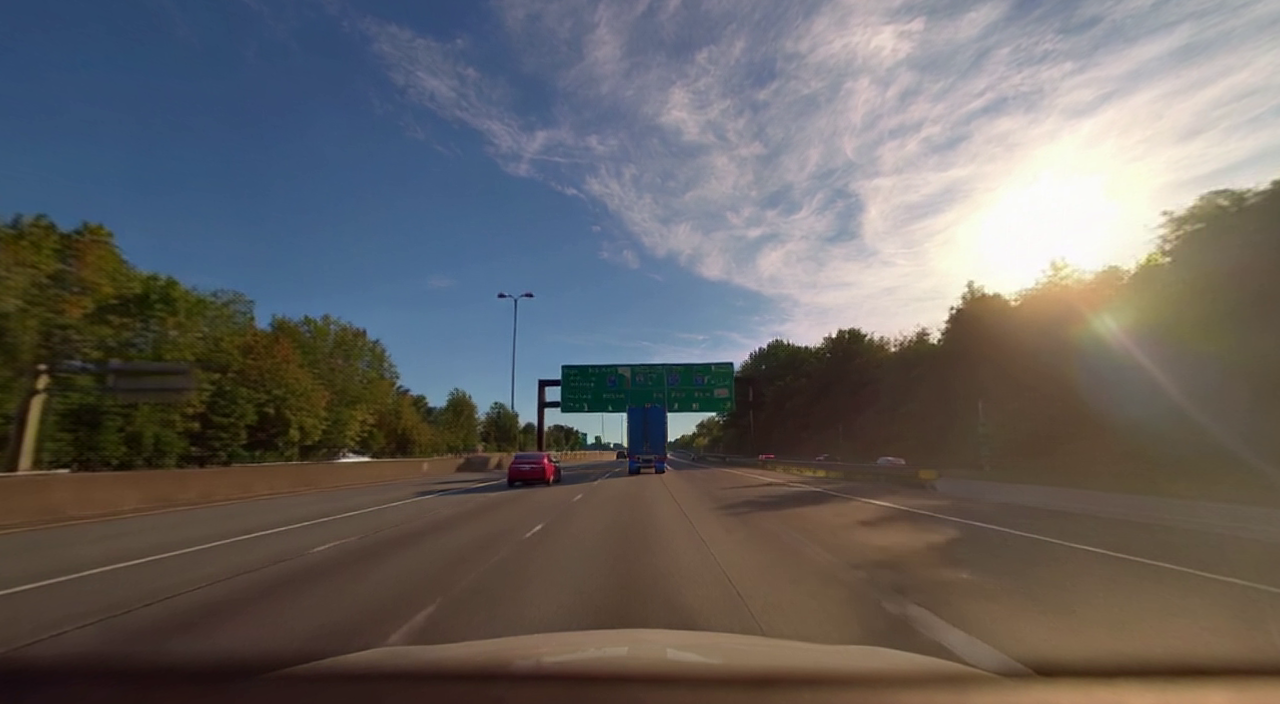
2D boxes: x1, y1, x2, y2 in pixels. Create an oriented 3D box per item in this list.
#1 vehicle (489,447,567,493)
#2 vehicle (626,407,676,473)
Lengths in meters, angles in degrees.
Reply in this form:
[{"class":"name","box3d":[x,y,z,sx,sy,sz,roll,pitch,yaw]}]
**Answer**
[{"class":"vehicle","box3d":[-3.926,4.211,22.920,1.931,1.466,4.458,0,-9,1]},{"class":"vehicle","box3d":[0.756,6.203,44.124,3.022,4.072,10.318,0,-9,1]}]
